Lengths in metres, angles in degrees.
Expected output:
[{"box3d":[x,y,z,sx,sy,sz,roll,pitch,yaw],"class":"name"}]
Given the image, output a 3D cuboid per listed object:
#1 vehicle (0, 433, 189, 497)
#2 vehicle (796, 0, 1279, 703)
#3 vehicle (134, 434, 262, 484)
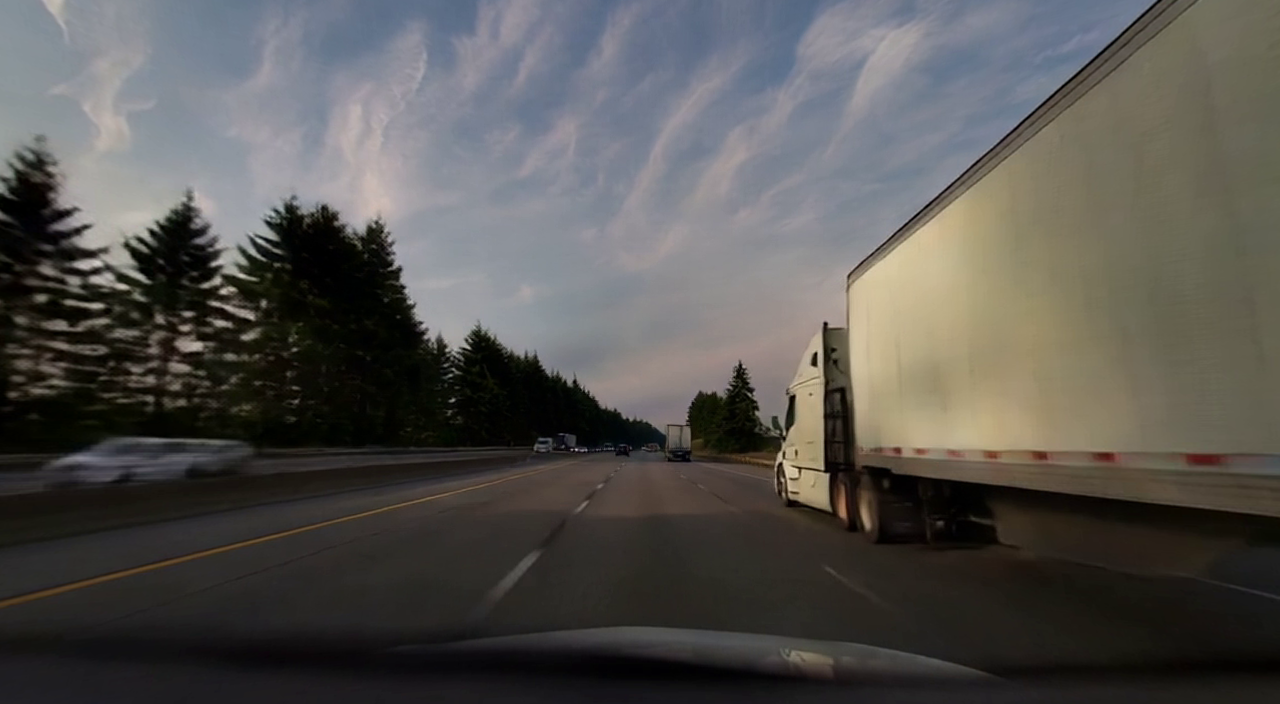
[{"box3d":[-15.072,3.040,17.323,1.855,1.494,4.724,0,-9,0],"class":"vehicle"},{"box3d":[4.124,-0.052,3.872,2.950,4.033,13.276,0,-9,0],"class":"vehicle"},{"box3d":[-15.182,3.699,21.928,1.678,1.547,3.763,0,-9,0],"class":"vehicle"}]
